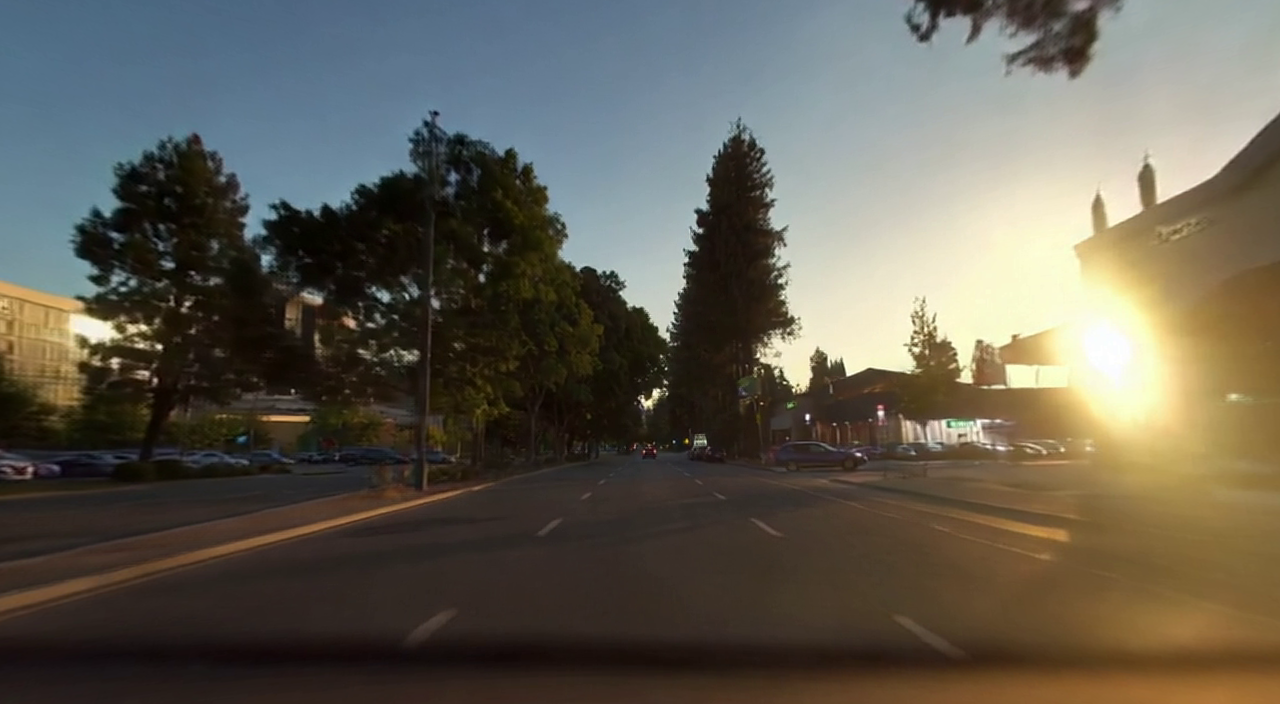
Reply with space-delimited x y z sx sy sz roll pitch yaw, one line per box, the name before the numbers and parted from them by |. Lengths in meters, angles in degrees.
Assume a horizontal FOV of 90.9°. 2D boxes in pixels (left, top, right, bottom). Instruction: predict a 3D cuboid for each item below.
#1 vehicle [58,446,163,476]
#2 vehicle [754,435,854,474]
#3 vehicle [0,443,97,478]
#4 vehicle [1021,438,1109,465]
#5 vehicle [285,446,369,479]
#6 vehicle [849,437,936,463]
vehicle | -32.353 6.665 38.629 4.557 1.773 2.018 0 -9 1
vehicle | 9.427 5.868 36.276 5.329 2.114 2.325 -3 -9 19
vehicle | -32.107 5.770 33.339 4.718 1.644 2.287 -2 -9 2
vehicle | 29.527 6.905 43.918 4.641 1.816 1.954 0 -9 3
vehicle | -18.938 6.695 38.466 2.317 1.830 5.142 0 -9 2
vehicle | 16.982 6.612 42.545 4.897 1.739 2.259 0 -9 2
